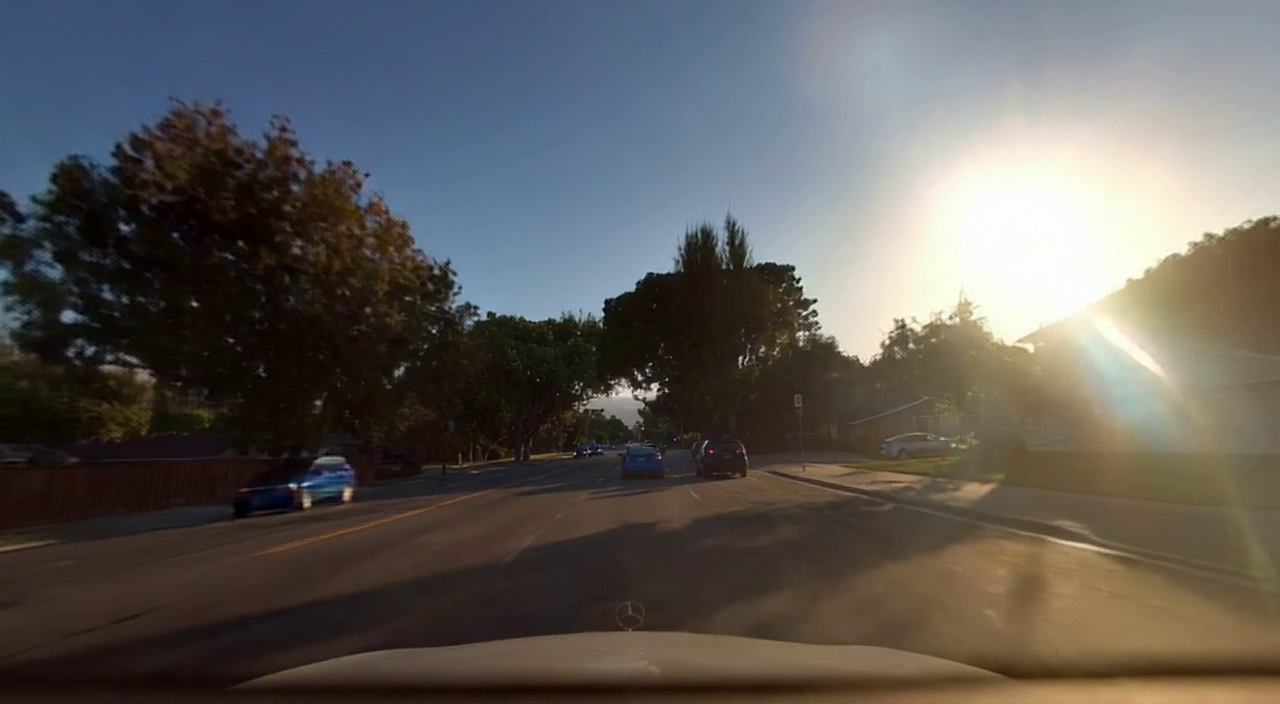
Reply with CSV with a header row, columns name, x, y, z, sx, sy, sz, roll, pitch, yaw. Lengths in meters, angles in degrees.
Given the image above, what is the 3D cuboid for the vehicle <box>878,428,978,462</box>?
name,x,y,z,sx,sy,sz,roll,pitch,yaw
vehicle,15.412,5.019,33.915,4.378,1.754,2.007,1,-9,0

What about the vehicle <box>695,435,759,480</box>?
name,x,y,z,sx,sy,sz,roll,pitch,yaw
vehicle,3.594,4.427,26.769,2.024,1.711,4.512,0,-8,0

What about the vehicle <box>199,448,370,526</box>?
name,x,y,z,sx,sy,sz,roll,pitch,yaw
vehicle,-9.595,3.628,17.558,2.101,1.703,4.481,-4,-9,1

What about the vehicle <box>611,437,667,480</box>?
name,x,y,z,sx,sy,sz,roll,pitch,yaw
vehicle,-0.044,4.531,27.032,2.200,1.653,4.127,0,-8,0
